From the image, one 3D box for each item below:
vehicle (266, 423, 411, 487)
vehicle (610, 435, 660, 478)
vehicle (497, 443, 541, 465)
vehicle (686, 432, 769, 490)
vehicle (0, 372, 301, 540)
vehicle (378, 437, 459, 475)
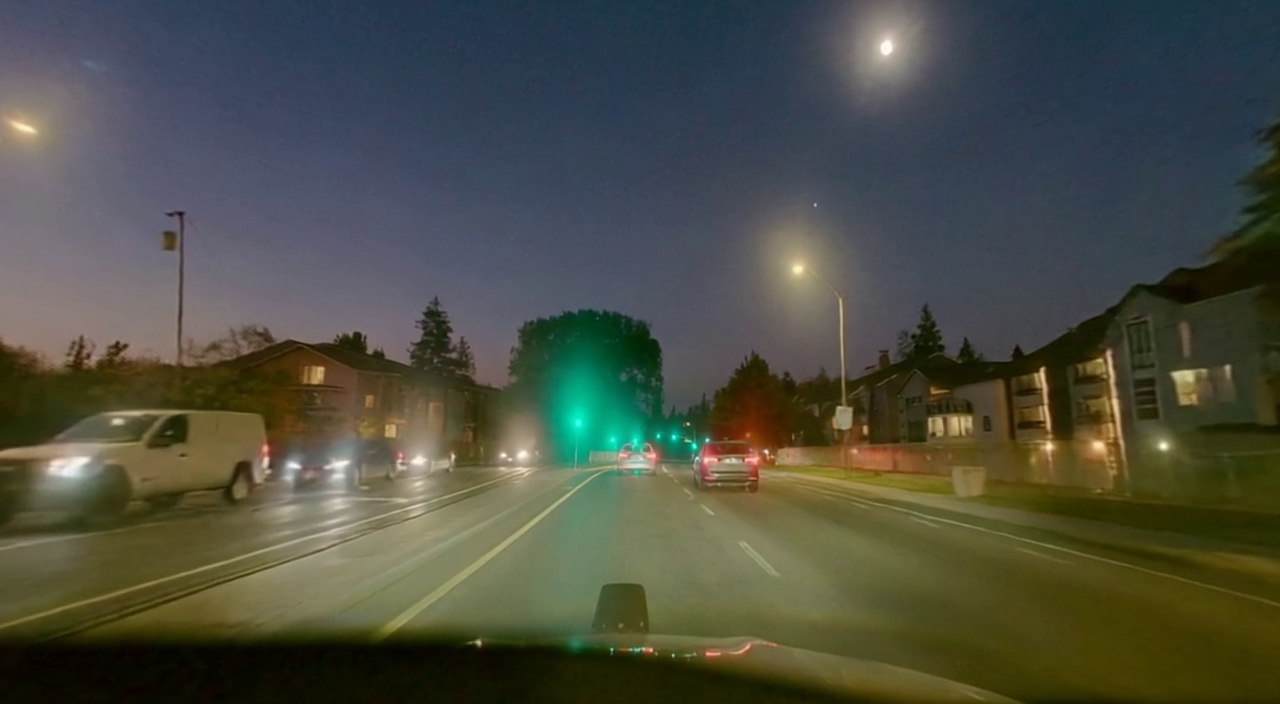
[{"bbox_3d":[-9.220,3.201,19.897,1.893,1.735,5.318,0,-8,1],"label":"vehicle"},{"bbox_3d":[-0.236,4.849,29.470,2.185,1.822,4.391,0,-8,-1],"label":"vehicle"},{"bbox_3d":[-8.704,7.385,45.766,1.991,1.503,4.688,-1,-8,4],"label":"vehicle"},{"bbox_3d":[2.898,3.729,21.915,2.166,1.799,4.372,0,-8,-1],"label":"vehicle"},{"bbox_3d":[-9.144,1.813,11.328,2.037,2.113,7.185,0,-8,1],"label":"vehicle"},{"bbox_3d":[-9.175,4.328,26.505,1.829,1.463,4.403,0,-8,0],"label":"vehicle"}]
